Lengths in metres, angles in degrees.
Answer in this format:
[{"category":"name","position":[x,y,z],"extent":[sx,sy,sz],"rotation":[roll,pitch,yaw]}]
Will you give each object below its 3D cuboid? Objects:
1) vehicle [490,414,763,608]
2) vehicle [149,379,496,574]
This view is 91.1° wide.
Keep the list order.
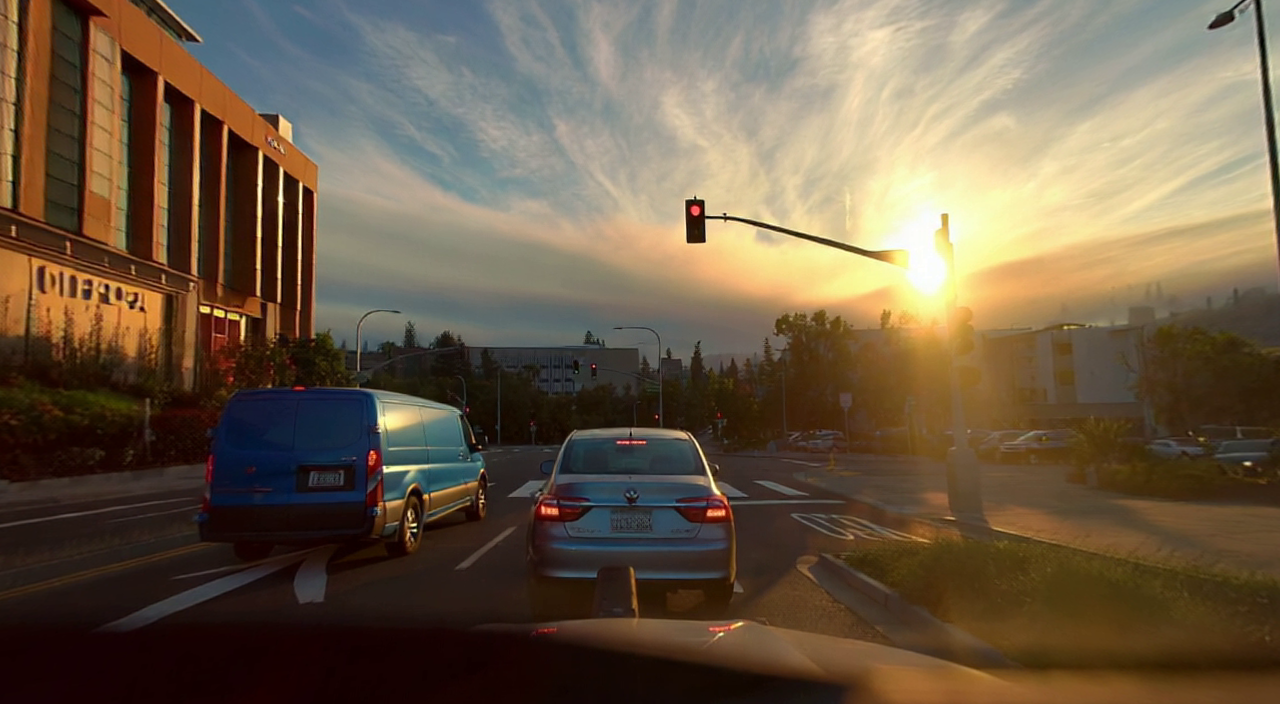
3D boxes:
[{"category":"vehicle","position":[-0.109,1.467,6.791],"extent":[2.064,1.452,3.942],"rotation":[0,-8,0]},{"category":"vehicle","position":[-3.573,1.506,8.520],"extent":[2.076,1.820,5.100],"rotation":[0,-8,-1]}]
